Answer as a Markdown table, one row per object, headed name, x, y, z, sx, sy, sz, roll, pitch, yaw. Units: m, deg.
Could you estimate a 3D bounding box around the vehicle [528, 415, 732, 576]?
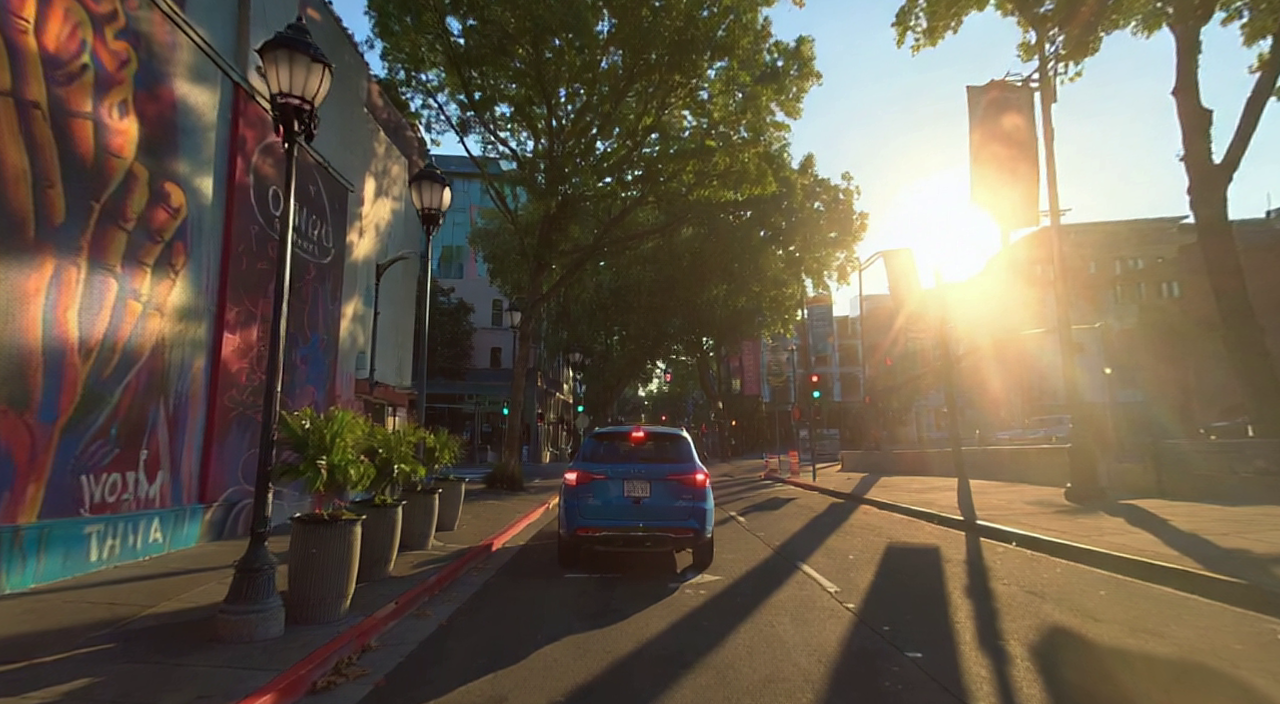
| name | x | y | z | sx | sy | sz | roll | pitch | yaw |
| --- | --- | --- | --- | --- | --- | --- | --- | --- | --- |
| vehicle | -0.128 | 1.760 | 8.448 | 2.079 | 1.621 | 3.861 | 0 | -8 | -1 |
